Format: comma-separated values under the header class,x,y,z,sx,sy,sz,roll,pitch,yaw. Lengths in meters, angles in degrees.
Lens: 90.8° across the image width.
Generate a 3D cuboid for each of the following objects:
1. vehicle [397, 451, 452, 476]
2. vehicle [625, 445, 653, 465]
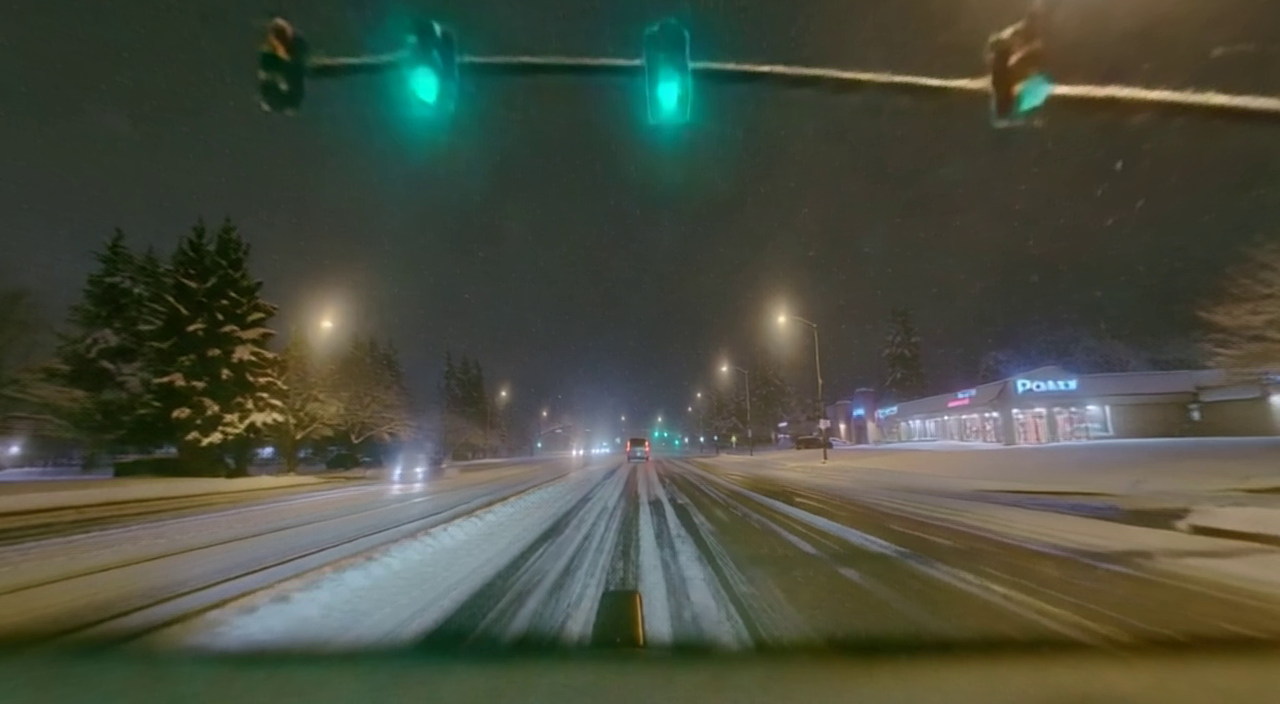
class,x,y,z,sx,sy,sz,roll,pitch,yaw
vehicle,-14.163,7.366,41.865,1.896,1.485,4.655,0,-8,2
vehicle,-0.112,8.009,49.425,2.027,1.494,3.942,0,-8,-1
